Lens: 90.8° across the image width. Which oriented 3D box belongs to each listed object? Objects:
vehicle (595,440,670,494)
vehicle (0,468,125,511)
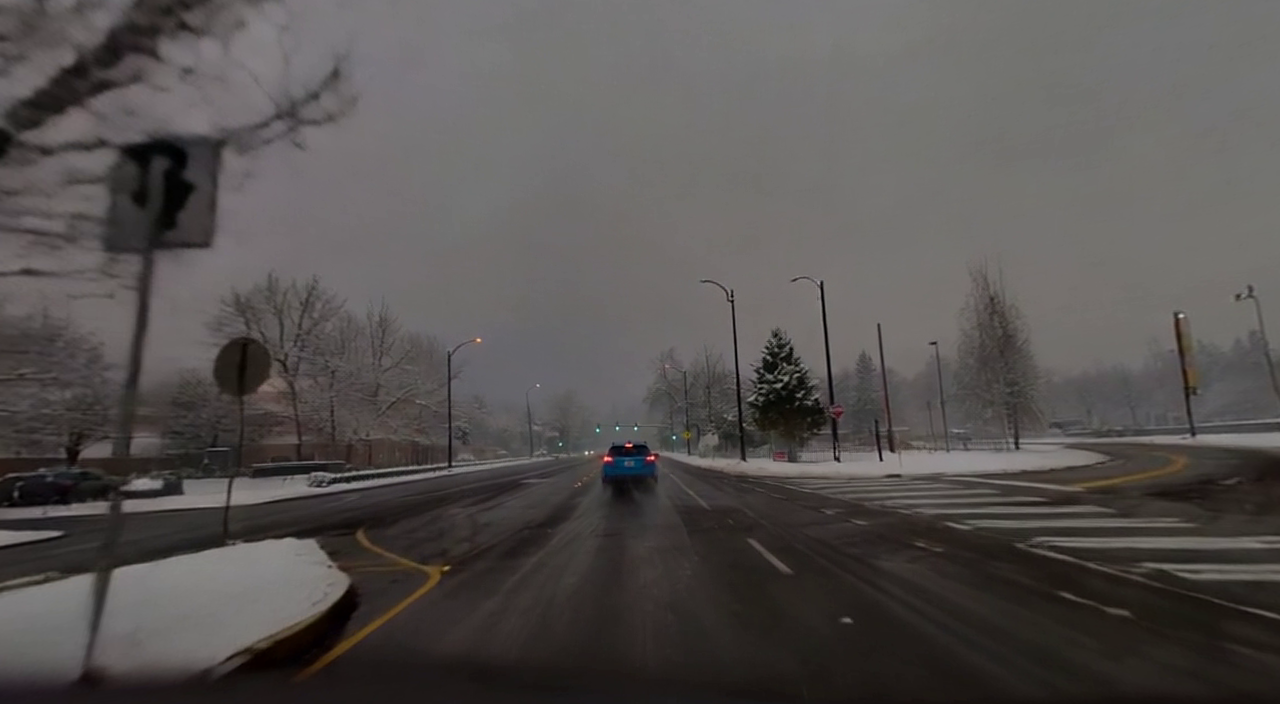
[{"bbox_3d":[-0.229,3.727,20.840,2.221,1.570,4.398,0,-9,0],"label":"vehicle"},{"bbox_3d":[-23.015,5.339,24.638,4.086,1.478,1.844,0,-8,-4],"label":"vehicle"}]
